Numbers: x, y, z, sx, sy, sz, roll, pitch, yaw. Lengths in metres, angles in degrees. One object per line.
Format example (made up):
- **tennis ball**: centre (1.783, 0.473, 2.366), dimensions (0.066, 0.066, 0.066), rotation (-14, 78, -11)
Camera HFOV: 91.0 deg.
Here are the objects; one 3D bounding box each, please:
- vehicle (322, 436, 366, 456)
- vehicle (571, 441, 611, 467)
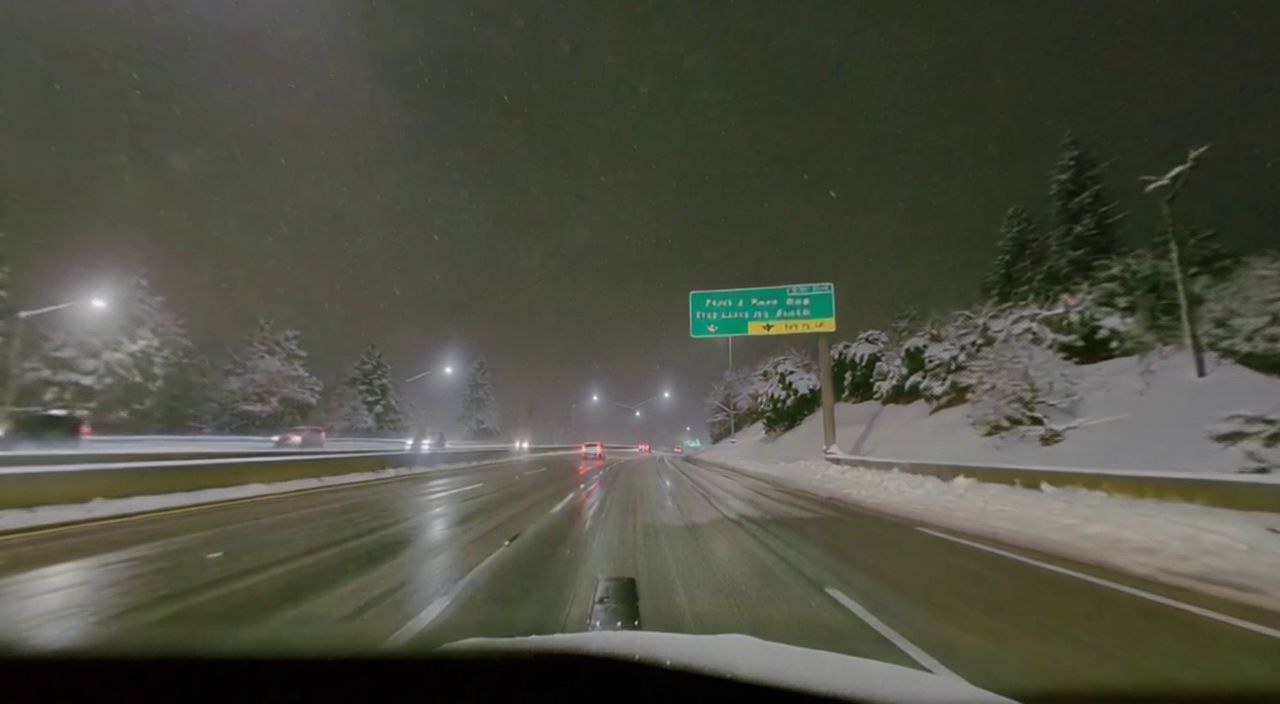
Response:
- **vehicle**: centre (-22.190, 7.072, 47.319), dimensions (1.576, 1.373, 3.447), rotation (0, -8, 2)
- **vehicle**: centre (-3.034, 6.445, 40.021), dimensions (2.088, 1.565, 4.410), rotation (0, -8, 2)
